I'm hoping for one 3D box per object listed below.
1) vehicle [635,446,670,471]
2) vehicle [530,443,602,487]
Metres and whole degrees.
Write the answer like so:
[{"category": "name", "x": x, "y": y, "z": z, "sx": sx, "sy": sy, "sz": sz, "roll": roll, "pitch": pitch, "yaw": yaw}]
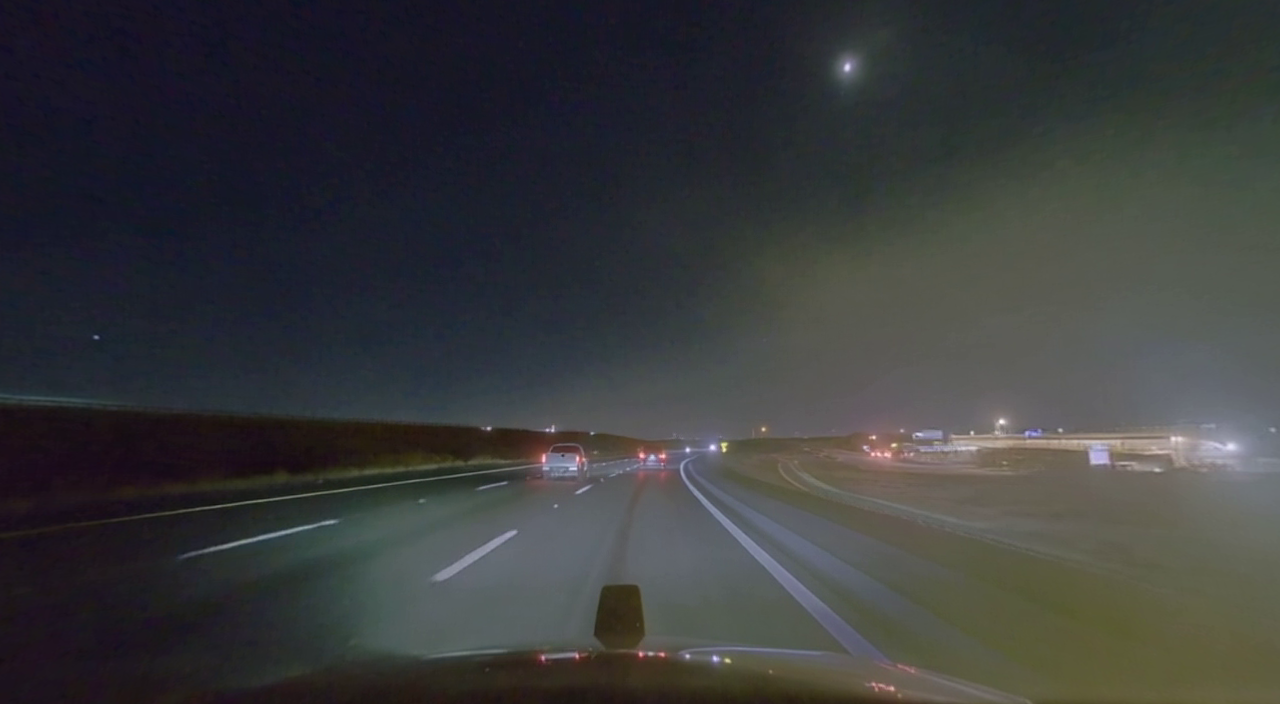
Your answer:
[{"category": "vehicle", "x": 0.820, "y": 6.791, "z": 40.222, "sx": 2.129, "sy": 1.502, "sz": 4.321, "roll": -1, "pitch": -9, "yaw": 2}, {"category": "vehicle", "x": -2.781, "y": 4.362, "z": 24.611, "sx": 2.129, "sy": 1.563, "sz": 4.387, "roll": -1, "pitch": -9, "yaw": 2}]
